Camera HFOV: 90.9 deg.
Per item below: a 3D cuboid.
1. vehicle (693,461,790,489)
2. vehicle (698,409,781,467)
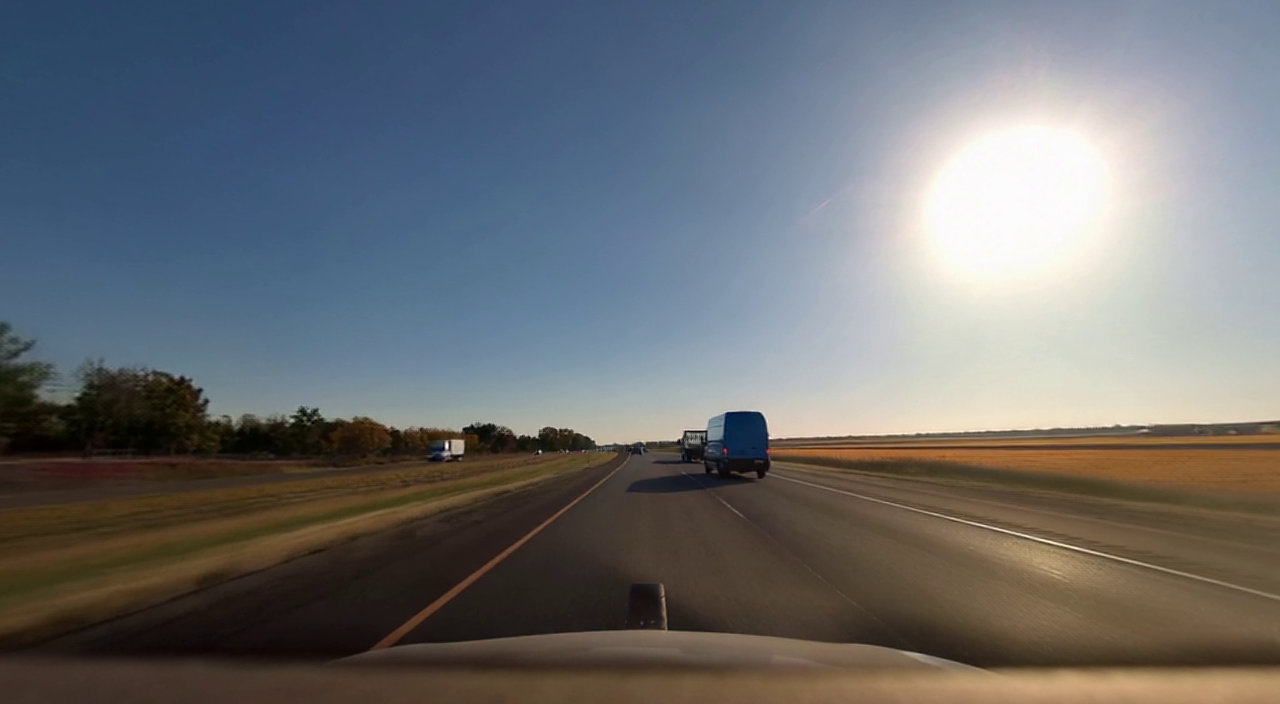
[{"bbox_3d":[3.845,4.877,25.404,2.702,0.824,6.391,0,-9,-2],"label":"vehicle"},{"bbox_3d":[3.840,3.528,25.505,2.444,2.053,5.616,-1,-9,0],"label":"vehicle"}]
